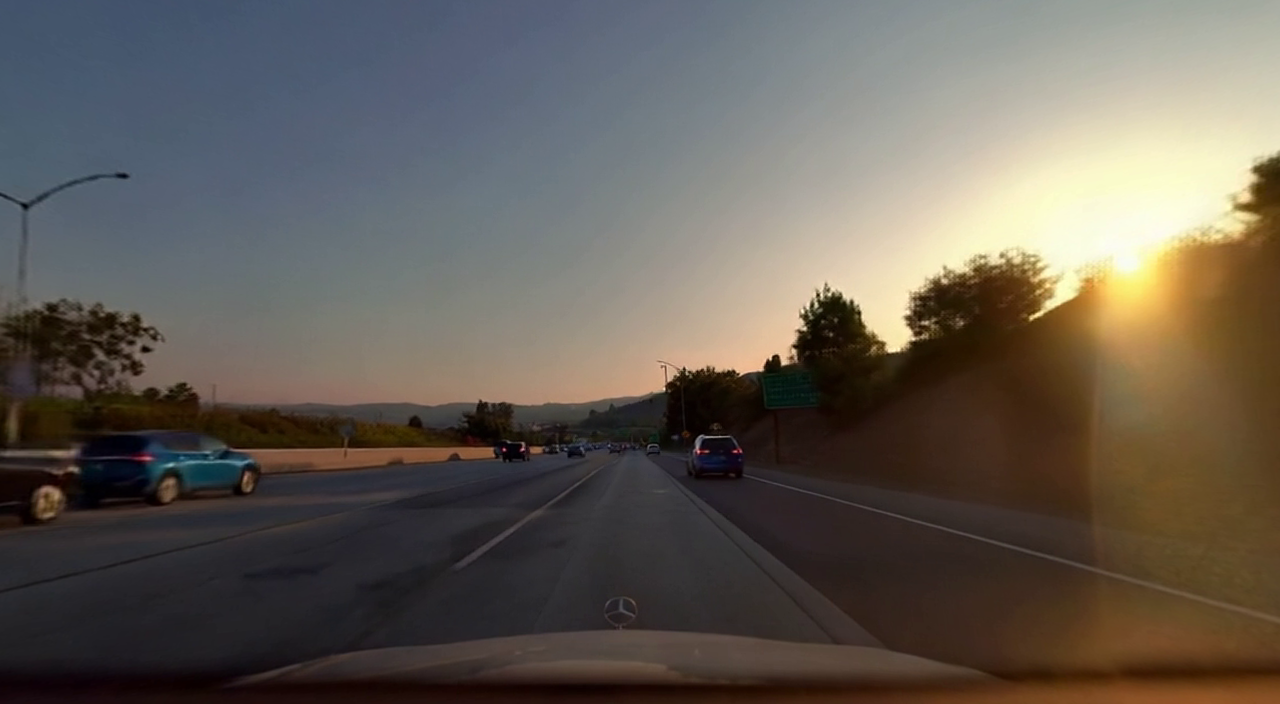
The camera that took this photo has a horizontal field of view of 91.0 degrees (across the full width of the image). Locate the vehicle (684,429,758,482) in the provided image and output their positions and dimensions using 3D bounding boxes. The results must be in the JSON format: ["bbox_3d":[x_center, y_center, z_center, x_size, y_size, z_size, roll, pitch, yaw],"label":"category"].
[{"bbox_3d":[3.095,4.124,25.246,2.184,1.892,4.763,0,-8,-2],"label":"vehicle"}]

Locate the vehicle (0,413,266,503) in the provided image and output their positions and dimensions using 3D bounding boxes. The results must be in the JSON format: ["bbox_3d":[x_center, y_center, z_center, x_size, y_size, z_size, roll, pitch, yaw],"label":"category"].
[{"bbox_3d":[-14.882,3.183,19.349,2.736,2.262,6.533,0,-8,0],"label":"vehicle"}]
